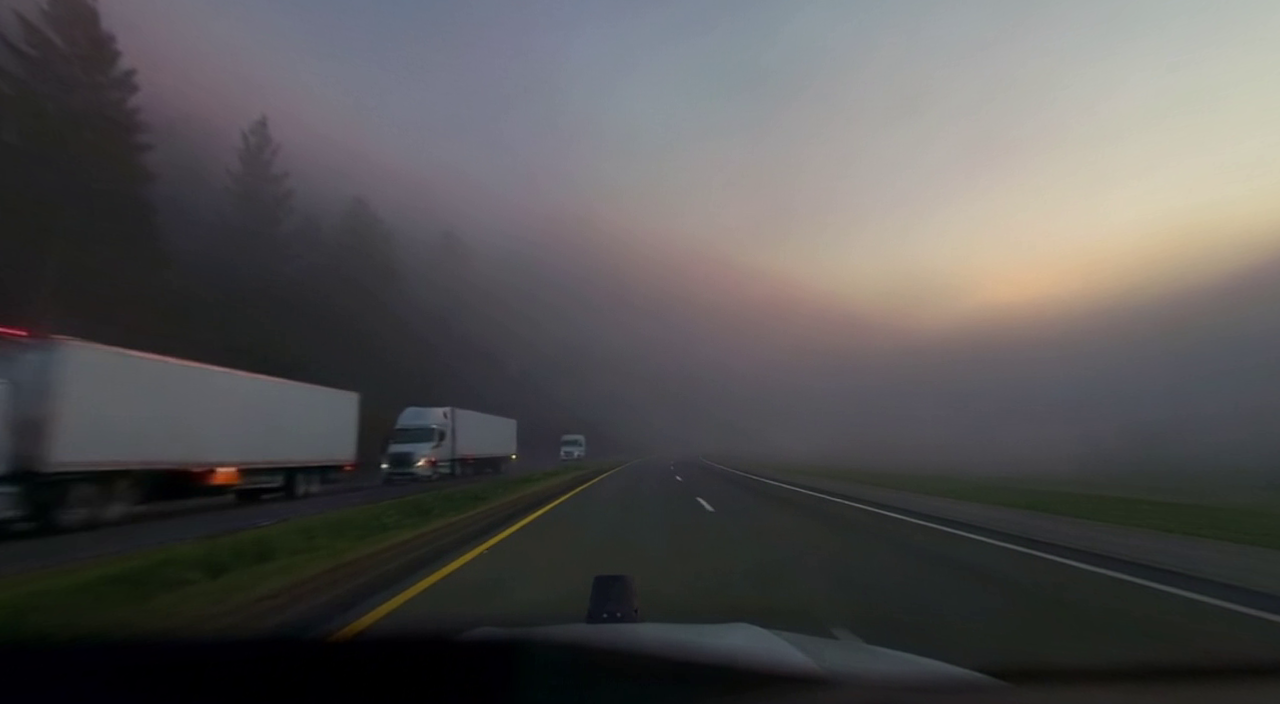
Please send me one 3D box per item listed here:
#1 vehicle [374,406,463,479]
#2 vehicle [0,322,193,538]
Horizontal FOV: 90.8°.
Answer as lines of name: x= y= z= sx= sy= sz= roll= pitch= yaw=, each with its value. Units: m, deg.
vehicle: x=-12.990 y=5.429 z=37.666 sx=2.905 sy=3.962 sz=5.781 roll=-1 pitch=-9 yaw=2
vehicle: x=-13.073 y=1.687 z=13.187 sx=3.000 sy=3.861 sz=5.713 roll=0 pitch=-9 yaw=0
